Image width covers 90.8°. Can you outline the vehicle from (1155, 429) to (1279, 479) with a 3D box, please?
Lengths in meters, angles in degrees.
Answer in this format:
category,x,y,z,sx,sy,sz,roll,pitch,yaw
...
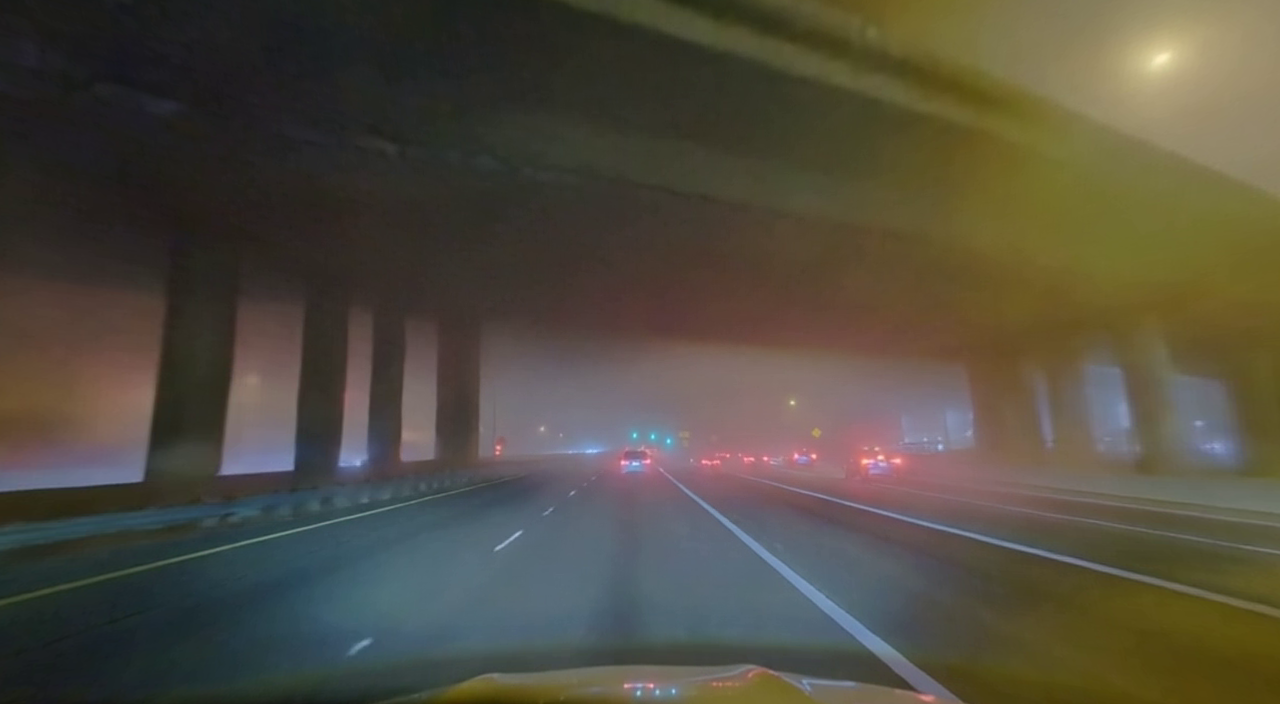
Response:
category,x,y,z,sx,sy,sz,roll,pitch,yaw
vehicle,19.937,3.309,20.637,1.821,1.479,5.004,0,-8,-3

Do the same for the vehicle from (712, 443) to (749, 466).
category,x,y,z,sx,sy,sz,roll,pitch,yaw
vehicle,6.862,7.797,48.284,2.075,1.611,4.421,0,-8,-1
